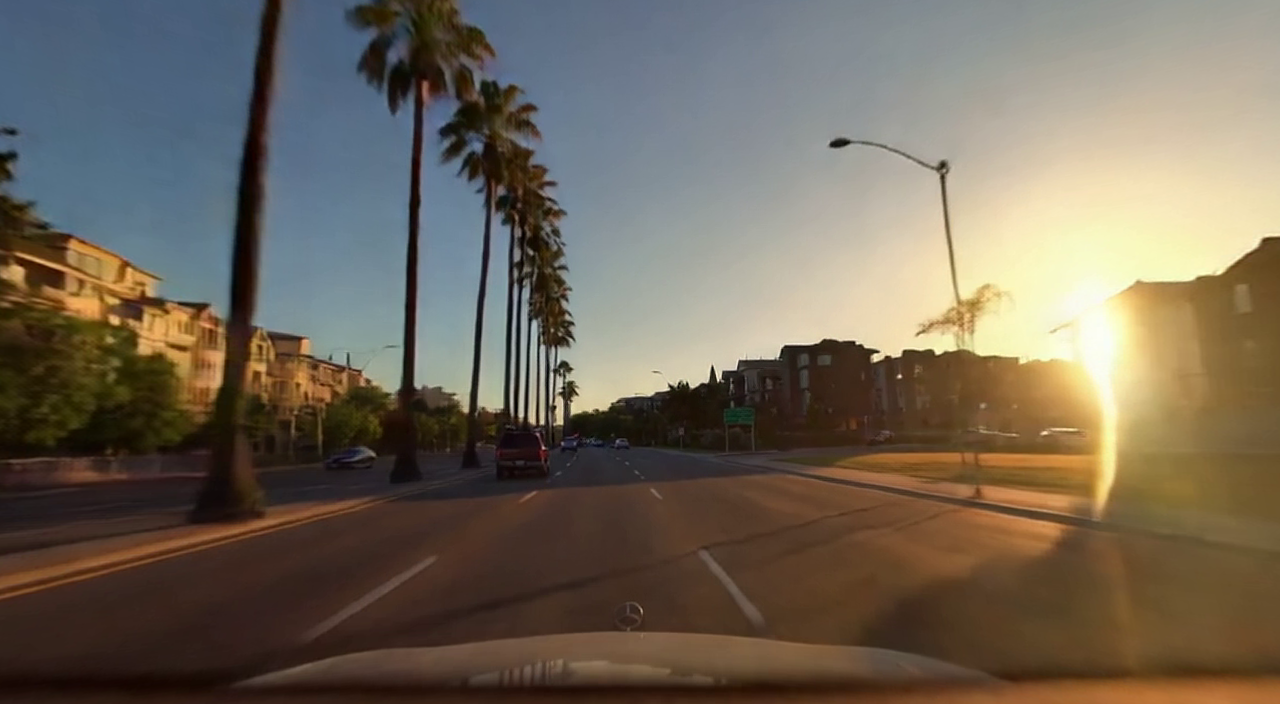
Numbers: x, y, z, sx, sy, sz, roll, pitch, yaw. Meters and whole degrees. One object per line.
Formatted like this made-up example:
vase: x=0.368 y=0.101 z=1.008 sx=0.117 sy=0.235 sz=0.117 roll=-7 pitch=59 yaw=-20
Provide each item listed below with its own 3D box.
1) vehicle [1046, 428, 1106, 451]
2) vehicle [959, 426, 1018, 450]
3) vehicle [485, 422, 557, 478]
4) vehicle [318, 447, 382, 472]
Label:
vehicle: x=29.977 y=6.015 z=43.137 sx=4.384 sy=1.501 sz=2.020 roll=7 pitch=-11 yaw=-37
vehicle: x=26.418 y=6.531 z=47.521 sx=4.520 sy=1.746 sz=2.295 roll=7 pitch=-11 yaw=-40
vehicle: x=-5.111 y=4.342 z=27.921 sx=2.507 sy=2.161 sz=6.049 roll=1 pitch=-9 yaw=-5
vehicle: x=-18.064 y=6.705 z=39.342 sx=2.030 sy=1.459 sz=4.695 roll=1 pitch=-9 yaw=-4
